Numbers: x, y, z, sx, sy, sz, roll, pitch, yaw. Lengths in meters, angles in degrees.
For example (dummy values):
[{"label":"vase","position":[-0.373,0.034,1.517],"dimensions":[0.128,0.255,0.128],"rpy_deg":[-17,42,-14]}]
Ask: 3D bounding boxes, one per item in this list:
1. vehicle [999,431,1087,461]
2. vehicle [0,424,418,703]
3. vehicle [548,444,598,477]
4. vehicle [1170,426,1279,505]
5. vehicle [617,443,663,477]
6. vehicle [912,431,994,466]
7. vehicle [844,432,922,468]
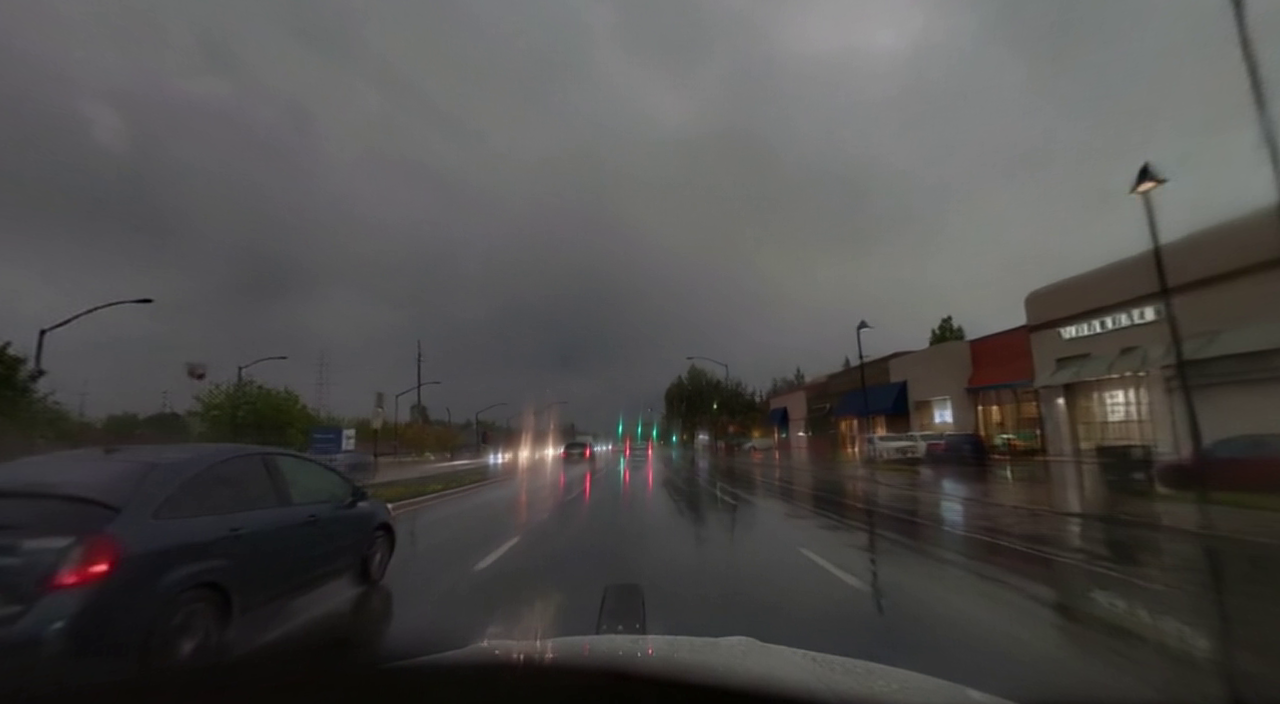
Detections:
[{"label":"vehicle","position":[21.501,5.046,33.846],"dimensions":[1.807,1.519,4.550],"rpy_deg":[0,-8,1]},{"label":"vehicle","position":[-3.566,1.396,4.998],"dimensions":[2.003,1.488,4.282],"rpy_deg":[0,-8,1]},{"label":"vehicle","position":[-3.200,5.254,30.818],"dimensions":[1.939,1.496,4.309],"rpy_deg":[0,-8,1]},{"label":"vehicle","position":[13.328,2.215,12.337],"dimensions":[1.914,1.523,4.747],"rpy_deg":[-1,-8,3]},{"label":"vehicle","position":[-0.017,4.981,29.247],"dimensions":[2.019,1.459,4.005],"rpy_deg":[0,-8,0]},{"label":"vehicle","position":[16.262,5.054,33.058],"dimensions":[1.930,1.713,4.756],"rpy_deg":[0,-8,2]},{"label":"vehicle","position":[13.025,5.296,34.112],"dimensions":[2.072,1.769,5.000],"rpy_deg":[0,-8,-2]}]
